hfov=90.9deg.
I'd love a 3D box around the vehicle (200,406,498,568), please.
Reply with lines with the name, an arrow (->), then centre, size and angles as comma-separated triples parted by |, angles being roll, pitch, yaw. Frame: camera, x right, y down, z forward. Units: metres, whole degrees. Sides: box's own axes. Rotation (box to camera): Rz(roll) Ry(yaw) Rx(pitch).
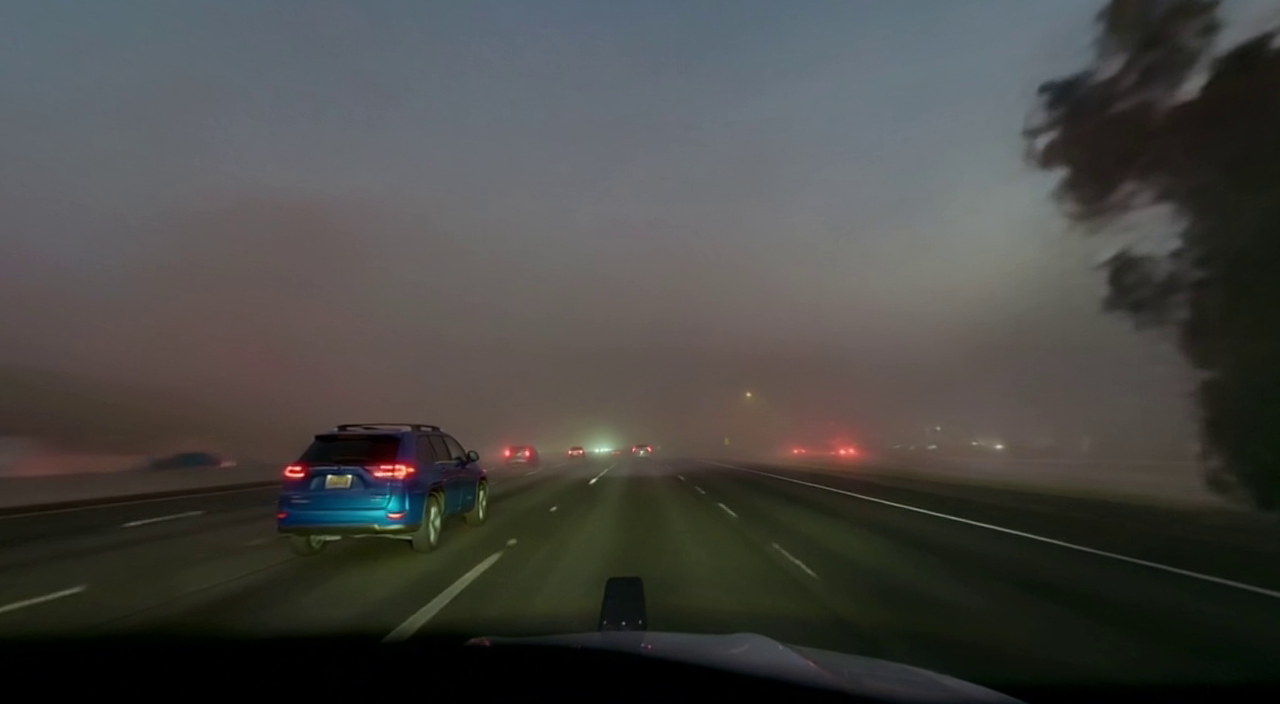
vehicle -> -3.725, 1.830, 9.260 | 2.214, 1.759, 4.435 | -1, -9, 1

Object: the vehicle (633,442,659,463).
vehicle -> 0.443, 7.957, 50.000 | 2.023, 1.589, 4.030 | 0, -9, -1

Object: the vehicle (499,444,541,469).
vehicle -> -7.830, 6.835, 41.450 | 1.871, 1.542, 4.371 | -1, -9, 0
